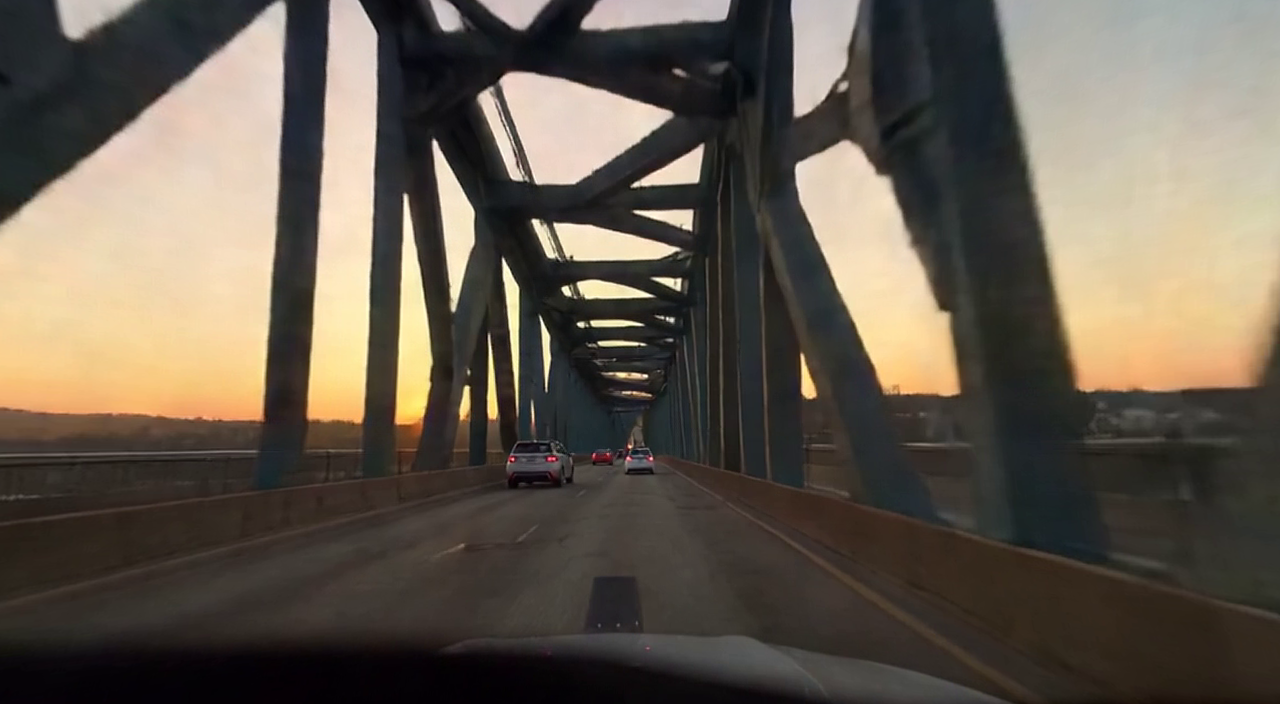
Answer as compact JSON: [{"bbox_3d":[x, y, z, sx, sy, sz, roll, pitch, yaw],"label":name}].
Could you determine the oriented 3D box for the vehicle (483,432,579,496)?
[{"bbox_3d":[-3.345,3.553,20.442,2.190,1.807,4.741,0,-9,1],"label":"vehicle"}]

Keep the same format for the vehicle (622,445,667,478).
[{"bbox_3d":[0.210,5.203,30.344,2.048,1.450,3.973,0,-9,0],"label":"vehicle"}]
